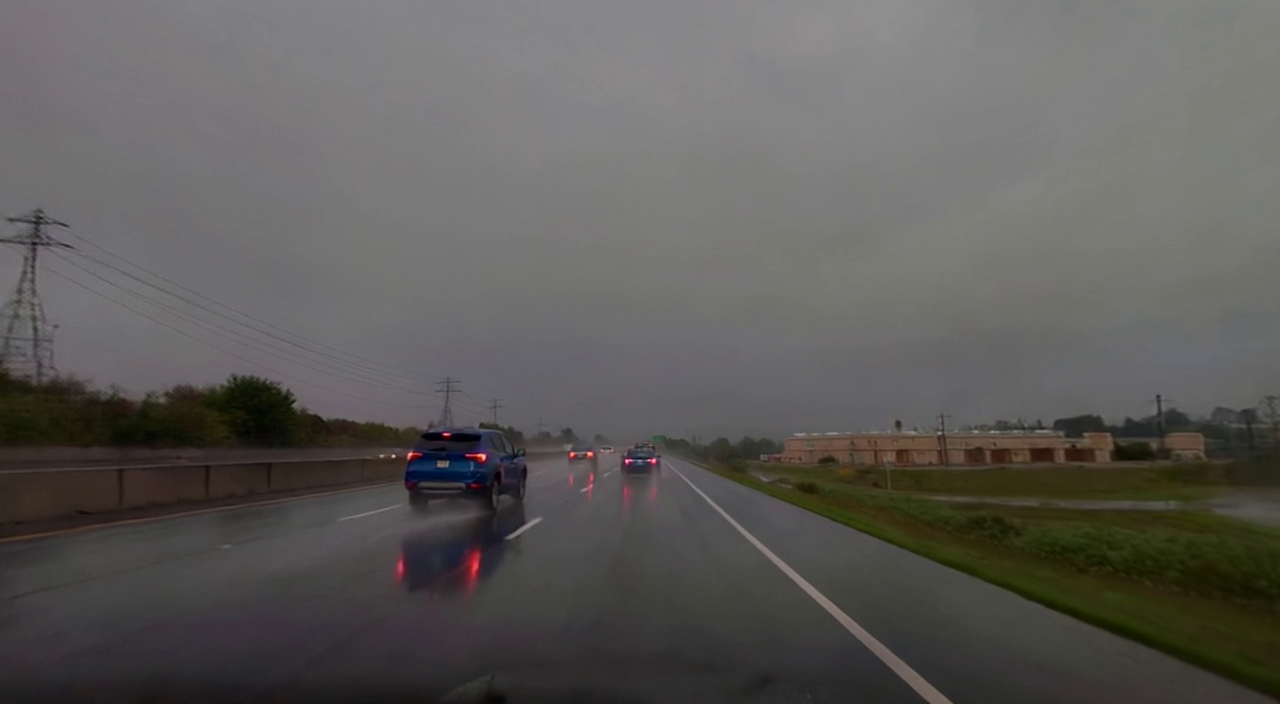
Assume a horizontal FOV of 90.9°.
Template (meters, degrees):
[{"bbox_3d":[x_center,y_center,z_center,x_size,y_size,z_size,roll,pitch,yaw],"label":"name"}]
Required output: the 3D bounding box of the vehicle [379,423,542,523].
[{"bbox_3d":[-3.635,2.552,13.807,2.133,1.789,4.518,-1,-9,1],"label":"vehicle"}]

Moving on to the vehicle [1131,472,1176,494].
[{"bbox_3d":[39.783,10.099,48.827,4.203,1.418,1.942,8,-12,-42],"label":"vehicle"}]

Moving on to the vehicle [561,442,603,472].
[{"bbox_3d":[-3.502,6.480,38.968,1.993,1.717,4.321,-1,-9,2],"label":"vehicle"}]

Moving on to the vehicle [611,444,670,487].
[{"bbox_3d":[0.003,4.223,23.841,2.047,1.473,3.978,0,-9,0],"label":"vehicle"}]

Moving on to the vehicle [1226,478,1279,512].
[{"bbox_3d":[34.093,7.795,34.583,1.844,1.467,4.653,-5,-10,31],"label":"vehicle"}]
